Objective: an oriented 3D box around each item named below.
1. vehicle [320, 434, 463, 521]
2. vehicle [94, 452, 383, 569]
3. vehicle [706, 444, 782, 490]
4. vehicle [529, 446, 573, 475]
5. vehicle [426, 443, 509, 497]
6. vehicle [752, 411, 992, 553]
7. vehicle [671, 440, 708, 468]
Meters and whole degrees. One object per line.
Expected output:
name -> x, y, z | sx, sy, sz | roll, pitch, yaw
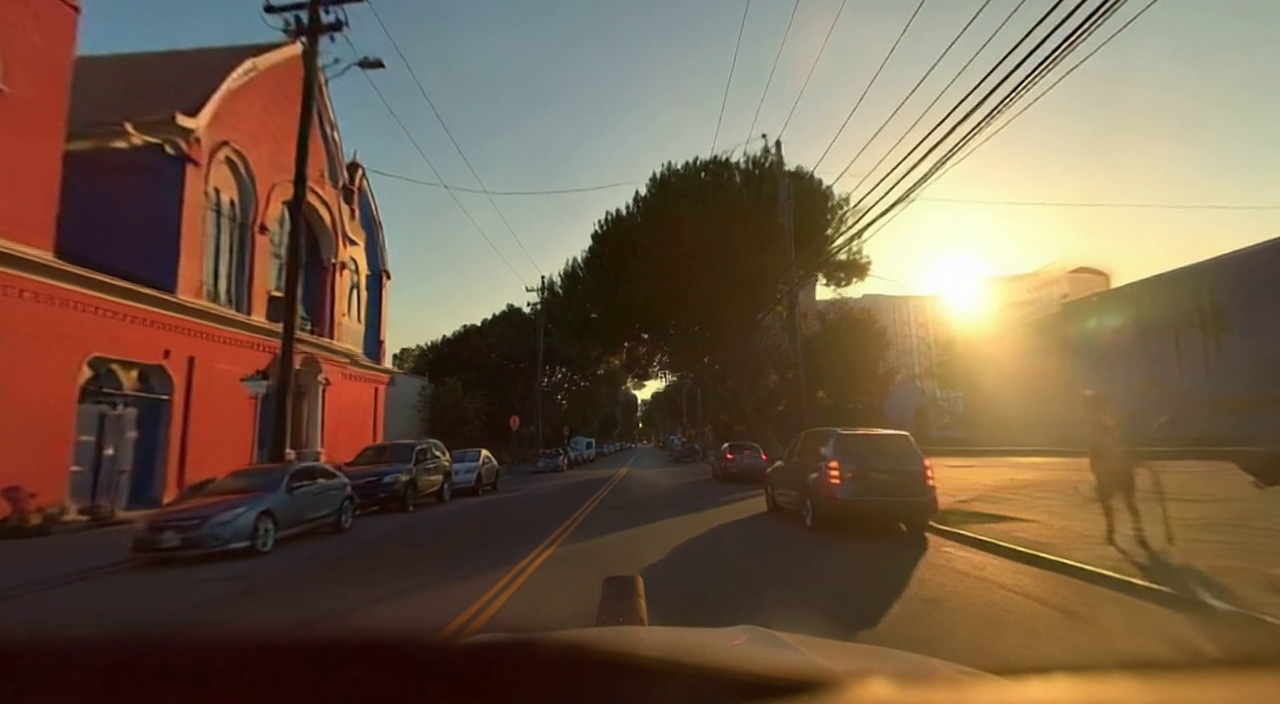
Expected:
vehicle -> -6.172, 3.134, 16.358 | 1.983, 1.809, 4.503 | -2, -9, -1
vehicle -> -6.221, 2.445, 10.609 | 1.844, 1.486, 4.474 | -1, -9, 1
vehicle -> 3.647, 4.136, 23.030 | 1.942, 1.476, 4.739 | 0, -9, -1
vehicle -> -5.674, 6.966, 40.768 | 1.910, 1.488, 3.999 | -4, -7, 5
vehicle -> -6.103, 4.219, 22.829 | 1.906, 1.623, 4.057 | -4, -9, -1
vehicle -> 3.423, 2.040, 10.564 | 2.182, 1.824, 4.622 | 0, -9, -1
vehicle -> 3.587, 7.490, 46.534 | 2.313, 1.937, 5.092 | 0, -9, 0
